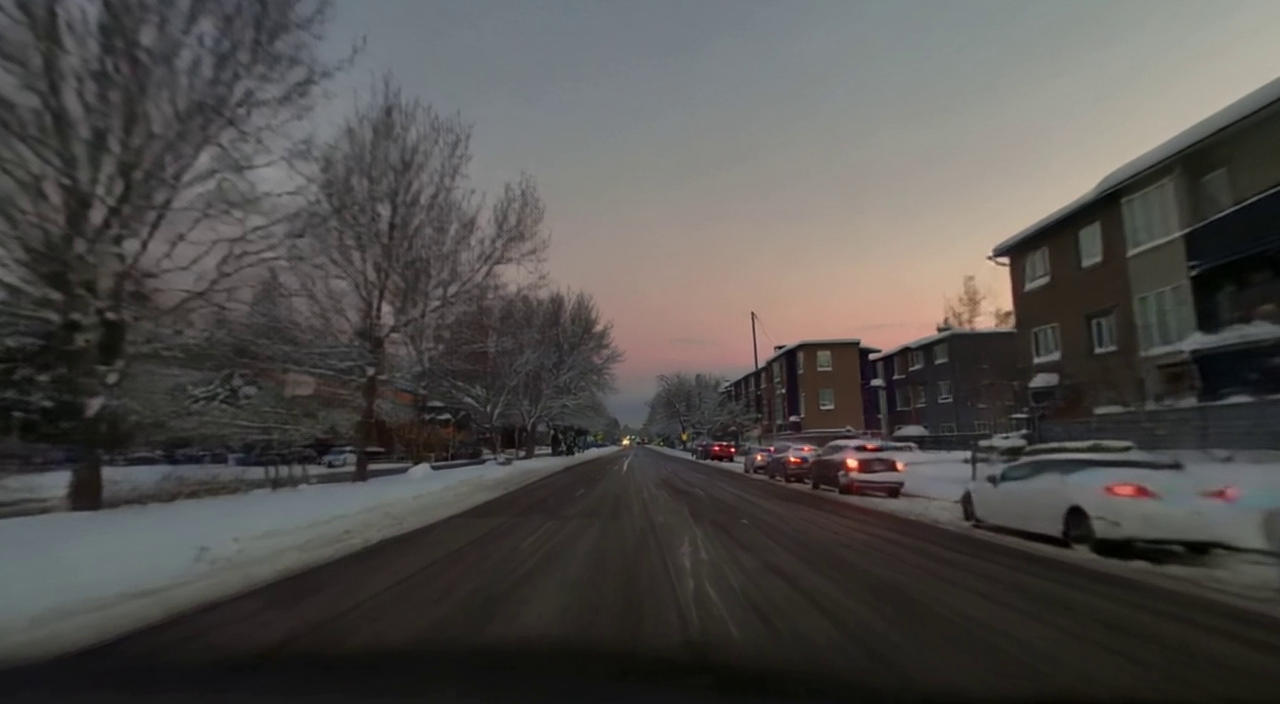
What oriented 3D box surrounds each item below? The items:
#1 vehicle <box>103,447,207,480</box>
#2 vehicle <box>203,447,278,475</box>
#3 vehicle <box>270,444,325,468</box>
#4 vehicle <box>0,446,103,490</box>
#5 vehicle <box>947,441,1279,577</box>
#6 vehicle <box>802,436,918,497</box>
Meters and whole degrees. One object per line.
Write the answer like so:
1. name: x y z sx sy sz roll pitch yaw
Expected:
1. vehicle: -25.861 5.935 33.798 1.996 1.650 4.382 0 -8 2
2. vehicle: -25.661 6.967 40.594 1.945 1.694 4.329 0 -8 0
3. vehicle: -25.792 7.814 47.529 1.781 1.666 4.238 0 -8 0
4. vehicle: -25.897 4.964 27.279 1.730 1.734 4.001 0 -8 -2
5. vehicle: 6.991 2.075 9.360 2.145 1.470 4.693 1 -8 -5
6. vehicle: 6.758 3.536 19.928 2.078 1.699 4.292 0 -8 -1
